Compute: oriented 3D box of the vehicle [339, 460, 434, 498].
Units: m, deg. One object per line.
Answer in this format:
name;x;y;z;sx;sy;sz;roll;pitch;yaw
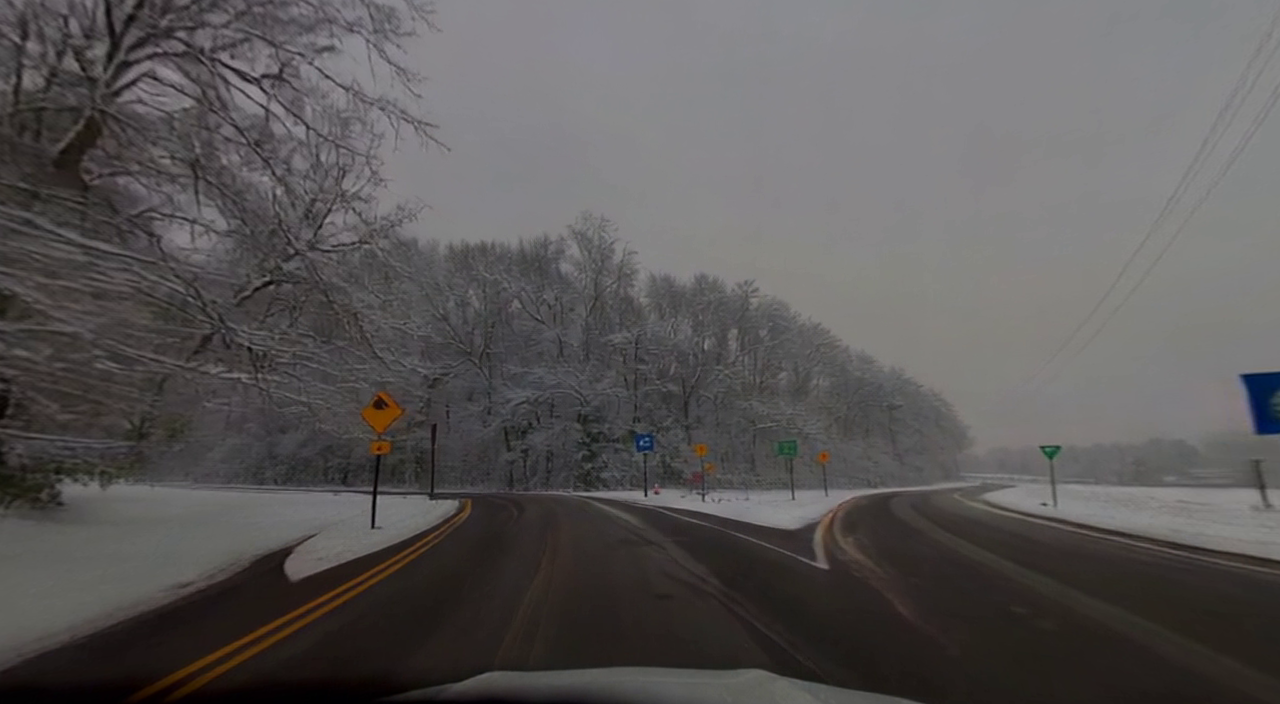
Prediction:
vehicle;-11.570;5.837;29.079;1.889;1.583;3.992;-2;-11;17
